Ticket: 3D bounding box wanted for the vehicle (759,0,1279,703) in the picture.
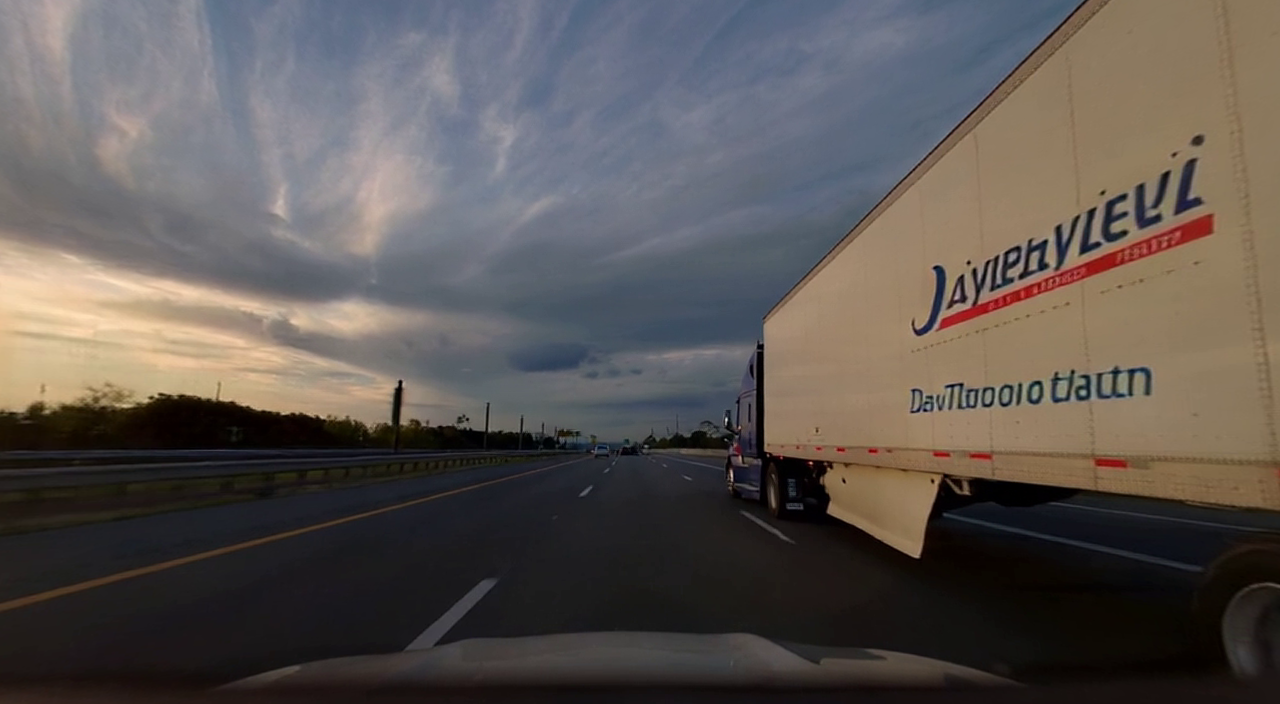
[{"bbox_3d":[3.982,0.285,6.831,2.962,4.132,12.720,0,-8,0],"label":"vehicle"}]
